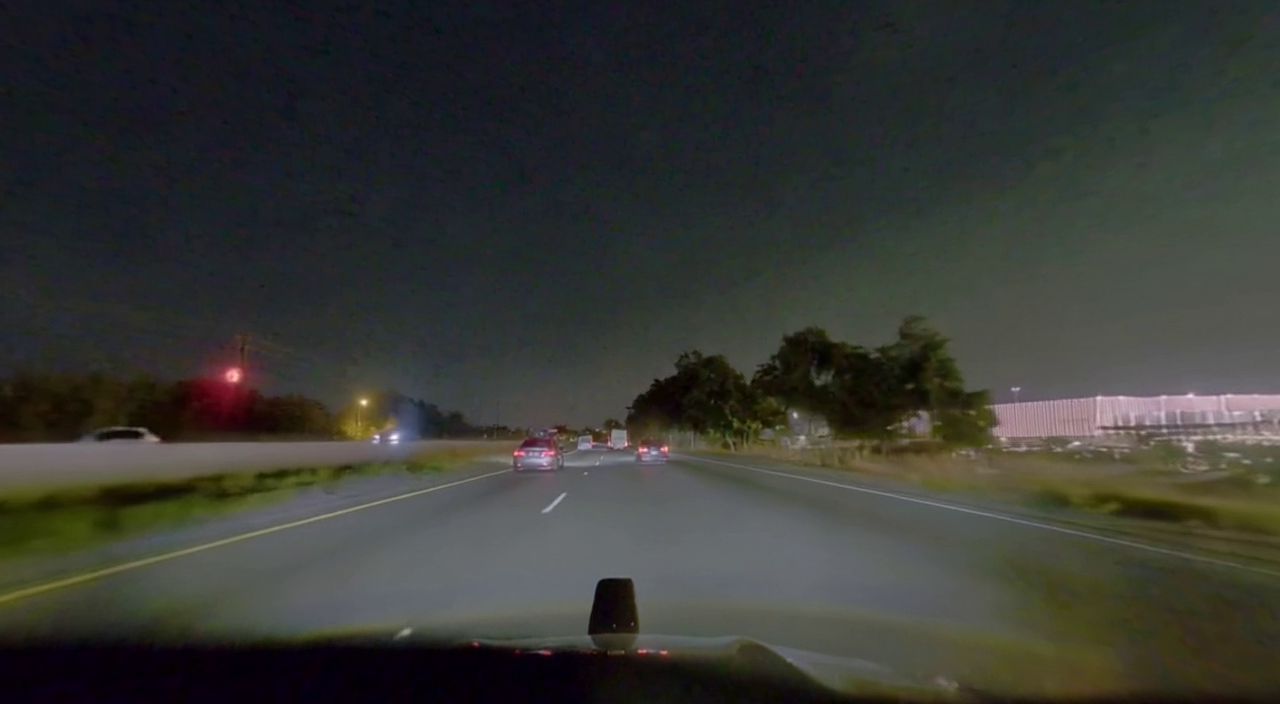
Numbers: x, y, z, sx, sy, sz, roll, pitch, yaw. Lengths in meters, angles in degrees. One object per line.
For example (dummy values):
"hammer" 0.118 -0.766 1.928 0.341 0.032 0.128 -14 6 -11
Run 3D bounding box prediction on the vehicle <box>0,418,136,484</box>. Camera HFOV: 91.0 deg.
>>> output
"vehicle" -16.863 2.757 17.681 1.982 1.612 4.185 0 -8 -2

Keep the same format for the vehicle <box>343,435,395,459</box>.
"vehicle" -17.989 6.313 41.961 1.853 1.517 3.978 0 -8 -3

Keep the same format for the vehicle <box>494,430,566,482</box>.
"vehicle" -4.007 3.873 23.714 2.080 1.733 4.410 0 -8 -2

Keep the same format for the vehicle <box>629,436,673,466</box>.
"vehicle" 0.576 5.808 37.019 2.078 1.608 3.982 0 -8 -6
